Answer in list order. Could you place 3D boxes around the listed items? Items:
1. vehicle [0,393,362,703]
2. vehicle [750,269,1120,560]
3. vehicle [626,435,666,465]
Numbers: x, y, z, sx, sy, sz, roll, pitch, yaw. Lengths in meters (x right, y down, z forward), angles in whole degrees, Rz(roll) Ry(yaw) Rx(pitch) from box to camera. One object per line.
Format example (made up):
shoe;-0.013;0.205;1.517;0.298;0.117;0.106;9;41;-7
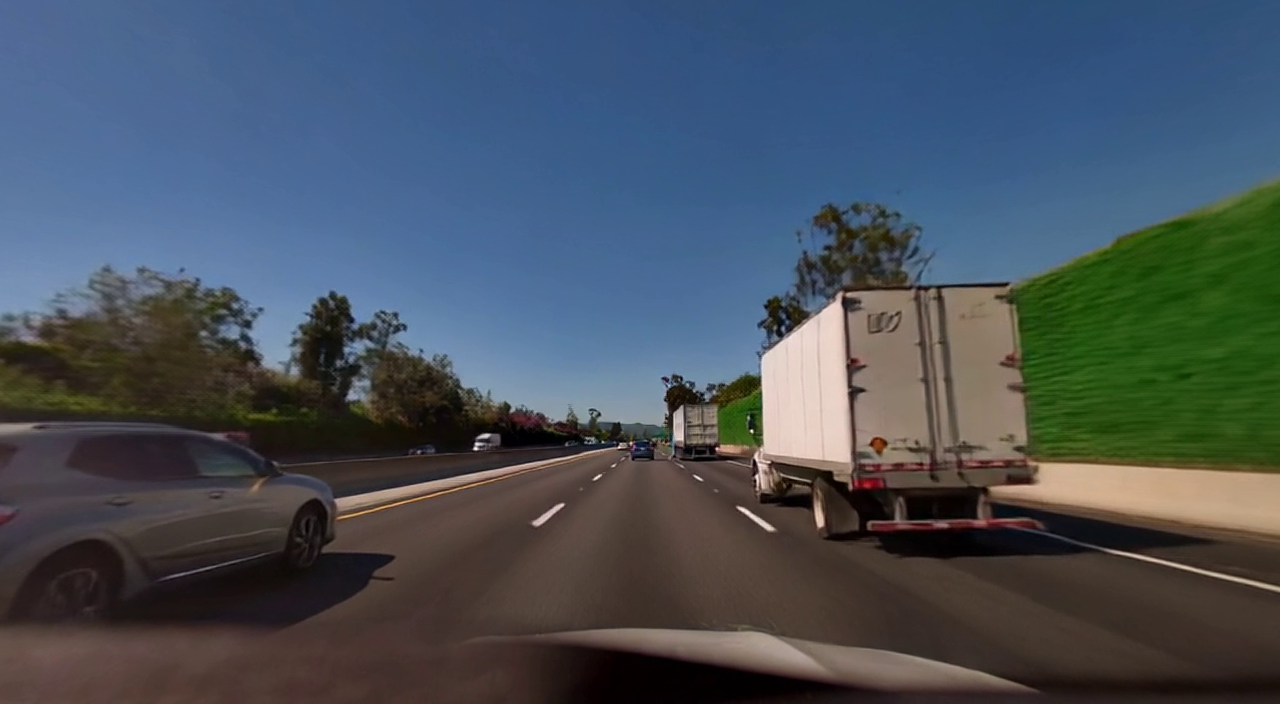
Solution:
vehicle;-3.755;1.120;4.078;1.988;1.488;4.113;0;-8;1
vehicle;4.085;1.260;11.446;2.742;3.383;8.285;0;-8;1
vehicle;0.358;6.147;39.601;2.389;1.760;4.473;0;-8;0
